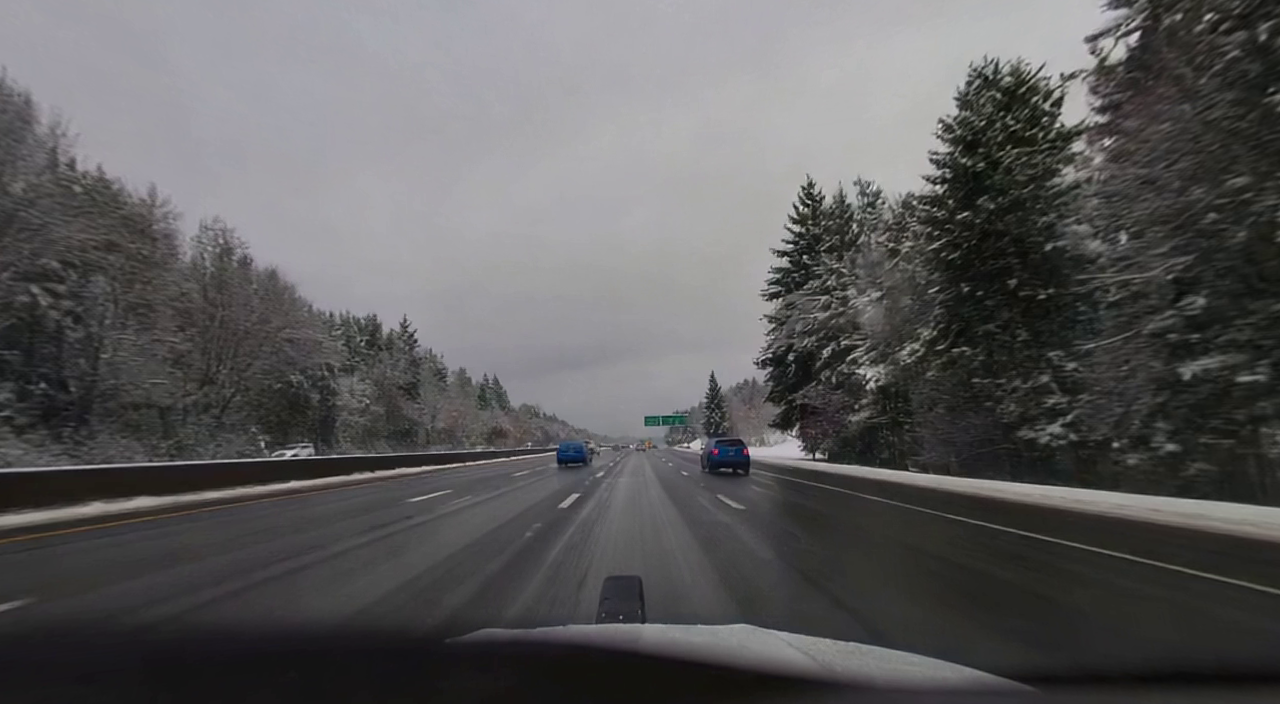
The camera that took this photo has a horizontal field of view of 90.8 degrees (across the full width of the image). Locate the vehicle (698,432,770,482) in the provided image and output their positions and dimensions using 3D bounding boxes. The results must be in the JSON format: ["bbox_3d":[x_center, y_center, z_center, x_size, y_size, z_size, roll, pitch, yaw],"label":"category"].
[{"bbox_3d":[3.506,4.016,24.331,2.053,1.714,4.097,0,-9,-1],"label":"vehicle"}]

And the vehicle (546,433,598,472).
[{"bbox_3d":[-3.379,5.125,32.315,2.173,1.793,4.564,0,-9,0],"label":"vehicle"}]
